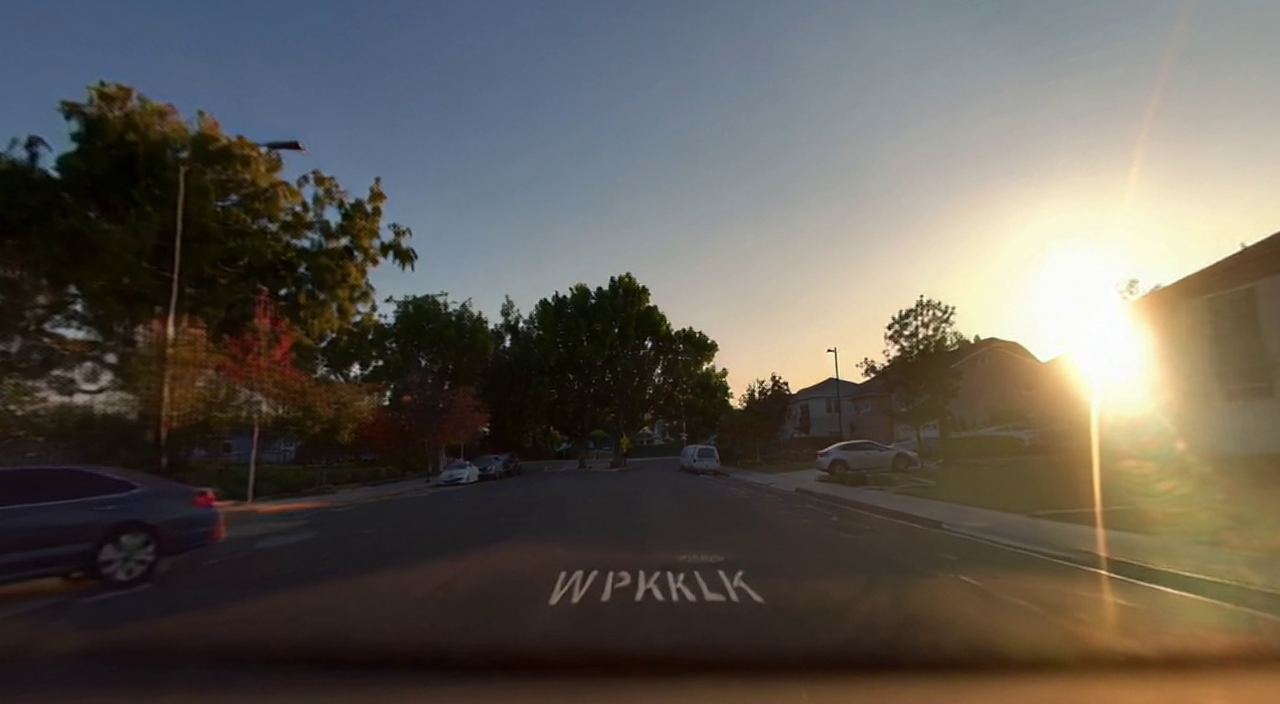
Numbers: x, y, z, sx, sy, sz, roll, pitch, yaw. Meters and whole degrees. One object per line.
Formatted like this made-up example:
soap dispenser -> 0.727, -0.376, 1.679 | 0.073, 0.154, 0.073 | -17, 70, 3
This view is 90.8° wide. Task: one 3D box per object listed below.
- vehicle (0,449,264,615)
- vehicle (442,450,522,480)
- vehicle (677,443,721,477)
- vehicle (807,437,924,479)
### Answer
vehicle -> -6.881, 1.837, 6.758 | 4.750, 1.559, 1.928 | 5, -10, -32
vehicle -> -10.207, 7.304, 41.012 | 4.620, 1.695, 2.004 | 5, -12, -39
vehicle -> 3.534, 6.573, 38.723 | 2.051, 1.925, 4.625 | 0, -9, -2
vehicle -> 10.542, 4.998, 29.850 | 4.733, 1.843, 2.005 | 0, -9, 1
